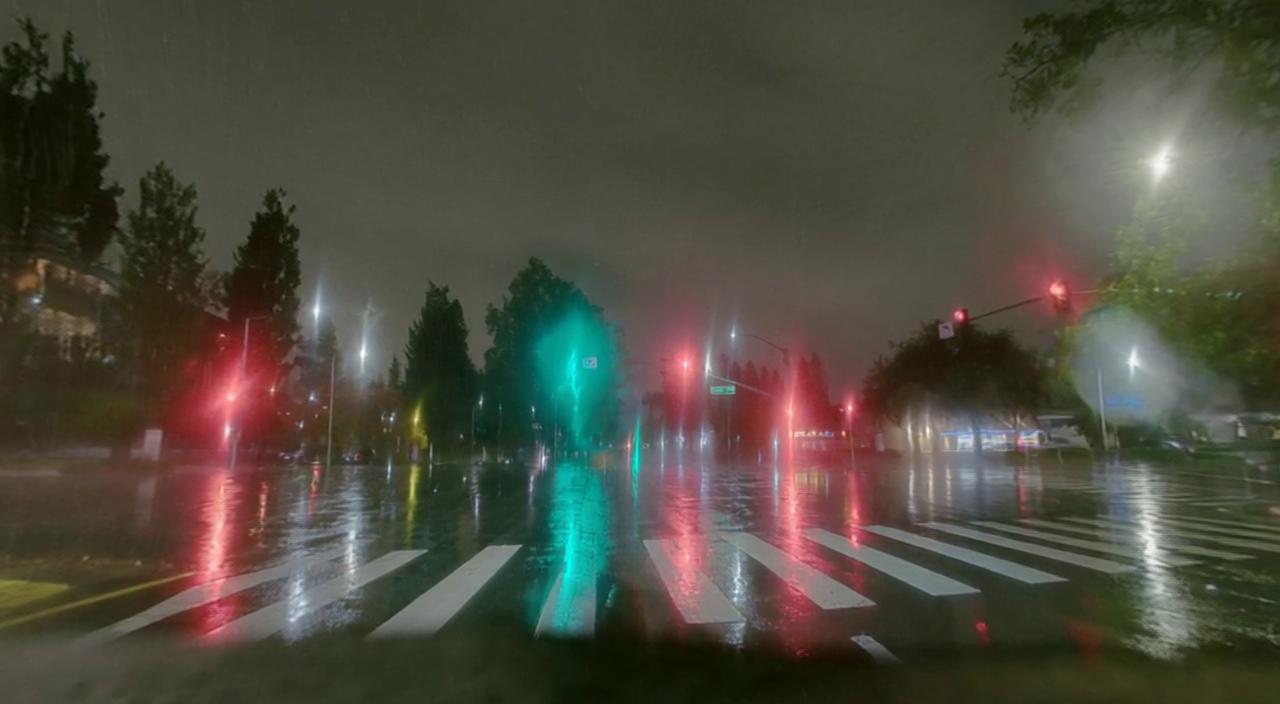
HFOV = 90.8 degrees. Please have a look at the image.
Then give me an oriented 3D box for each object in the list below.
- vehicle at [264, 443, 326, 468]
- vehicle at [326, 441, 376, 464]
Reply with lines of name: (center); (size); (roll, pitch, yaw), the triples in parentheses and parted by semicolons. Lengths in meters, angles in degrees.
vehicle: (-21.835, 6.555, 40.158); (2.005, 1.496, 4.020); (1, -9, -6)
vehicle: (-22.471, 7.818, 49.308); (2.023, 1.706, 4.756); (1, -9, -6)
